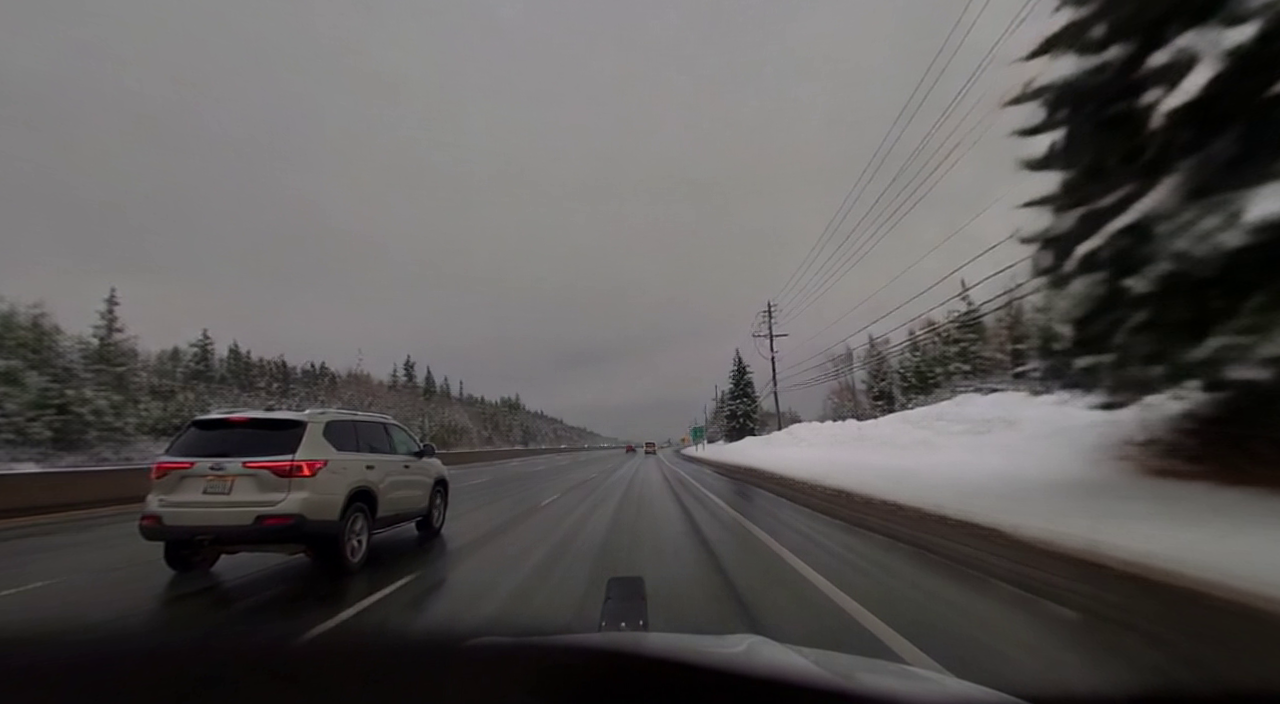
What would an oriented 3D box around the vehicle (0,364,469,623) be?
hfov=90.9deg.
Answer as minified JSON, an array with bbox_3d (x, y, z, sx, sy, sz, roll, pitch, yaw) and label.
[{"bbox_3d":[-3.834,1.456,7.439,2.136,1.975,5.037,-1,-8,1],"label":"vehicle"}]
